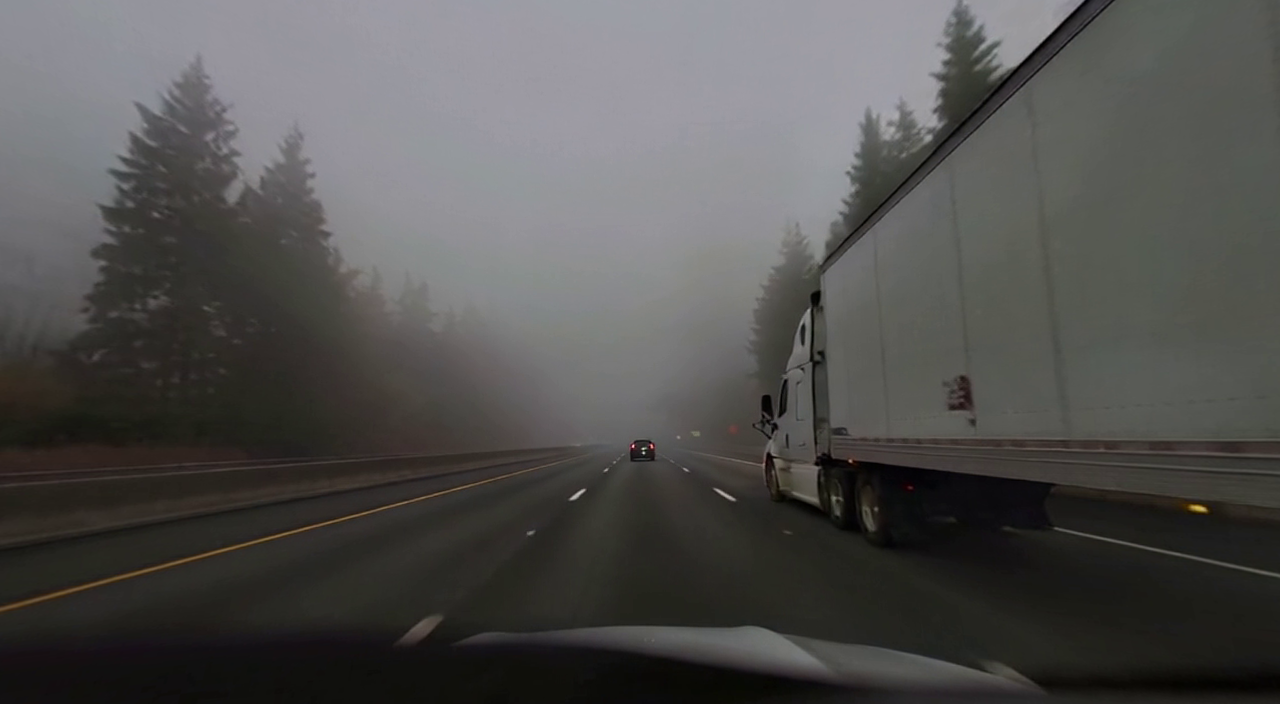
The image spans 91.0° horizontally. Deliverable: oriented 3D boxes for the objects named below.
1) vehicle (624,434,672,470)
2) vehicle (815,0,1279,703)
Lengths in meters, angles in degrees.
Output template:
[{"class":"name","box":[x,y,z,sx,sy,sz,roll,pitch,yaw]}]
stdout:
[{"class":"vehicle","box":[0.346,4.760,30.145,2.139,1.607,4.034,0,-8,0]},{"class":"vehicle","box":[4.039,-0.508,1.635,3.005,4.131,14.221,0,-8,0]}]
